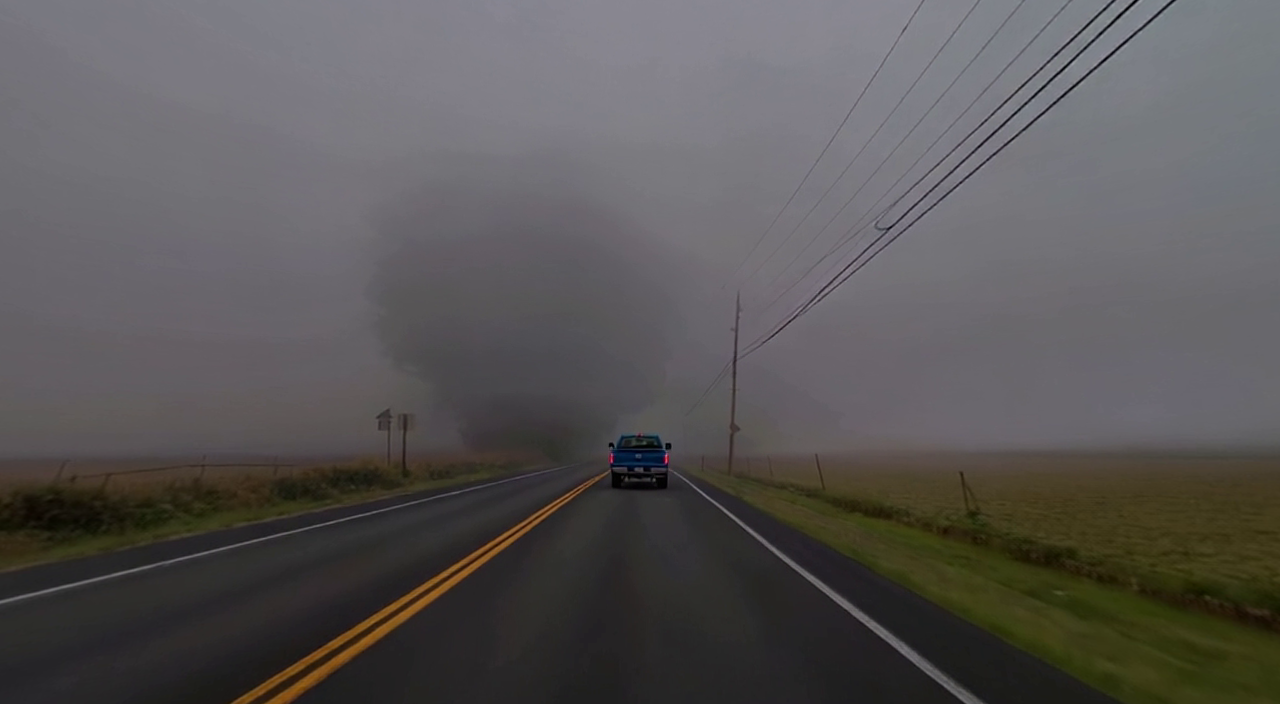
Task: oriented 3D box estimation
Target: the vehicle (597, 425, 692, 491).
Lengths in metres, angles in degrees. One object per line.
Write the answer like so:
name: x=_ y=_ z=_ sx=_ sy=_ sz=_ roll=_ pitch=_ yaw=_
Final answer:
vehicle: x=0.098 y=3.837 z=23.246 sx=2.921 sy=2.031 sz=7.416 roll=0 pitch=-9 yaw=-1
